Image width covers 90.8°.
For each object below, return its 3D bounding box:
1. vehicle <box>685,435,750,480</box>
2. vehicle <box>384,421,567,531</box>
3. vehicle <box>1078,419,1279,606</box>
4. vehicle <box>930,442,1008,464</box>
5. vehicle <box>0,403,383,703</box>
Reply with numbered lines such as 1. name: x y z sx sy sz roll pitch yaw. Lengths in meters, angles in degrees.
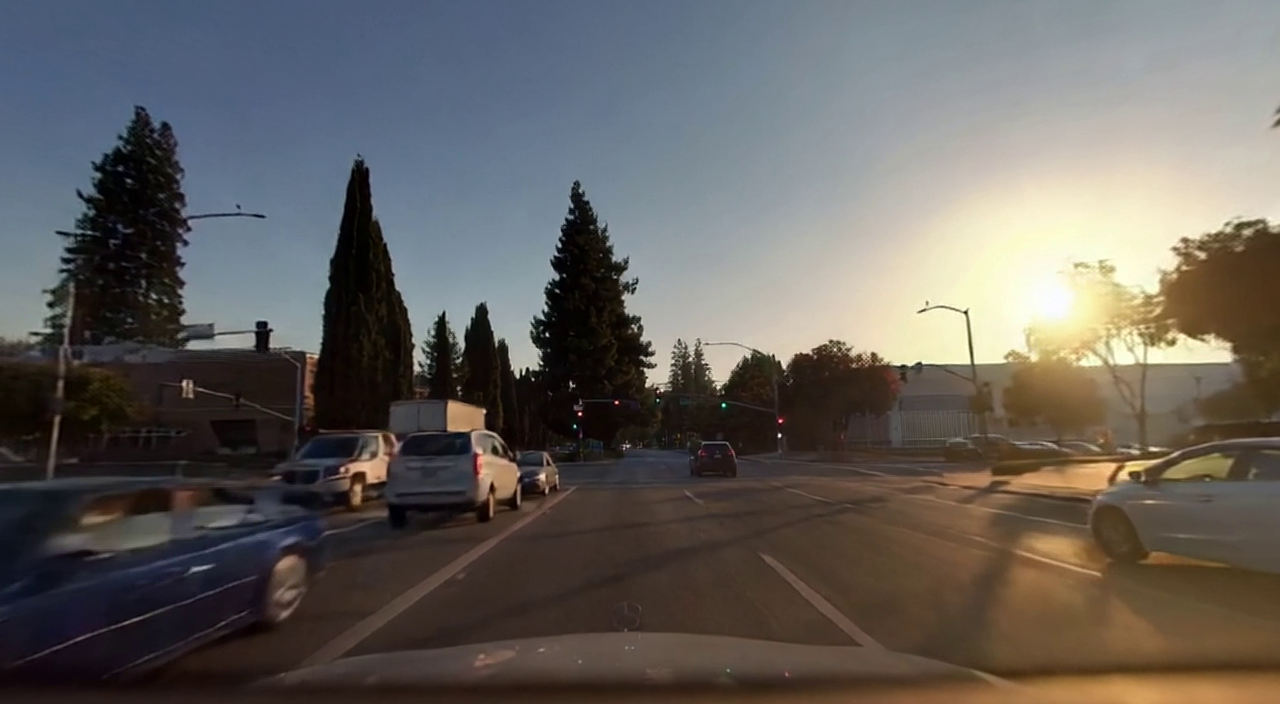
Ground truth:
1. vehicle: 3.263 4.593 27.676 2.095 1.759 4.862 0 -9 -2
2. vehicle: -3.024 2.473 13.377 2.313 1.752 6.152 0 -9 -1
3. vehicle: 6.568 1.434 5.770 2.000 1.618 4.238 0 -9 -1
4. vehicle: 23.246 7.153 44.705 4.411 1.464 1.938 0 -9 -2
5. vehicle: -3.513 1.167 3.858 1.923 1.494 4.672 0 -9 0
